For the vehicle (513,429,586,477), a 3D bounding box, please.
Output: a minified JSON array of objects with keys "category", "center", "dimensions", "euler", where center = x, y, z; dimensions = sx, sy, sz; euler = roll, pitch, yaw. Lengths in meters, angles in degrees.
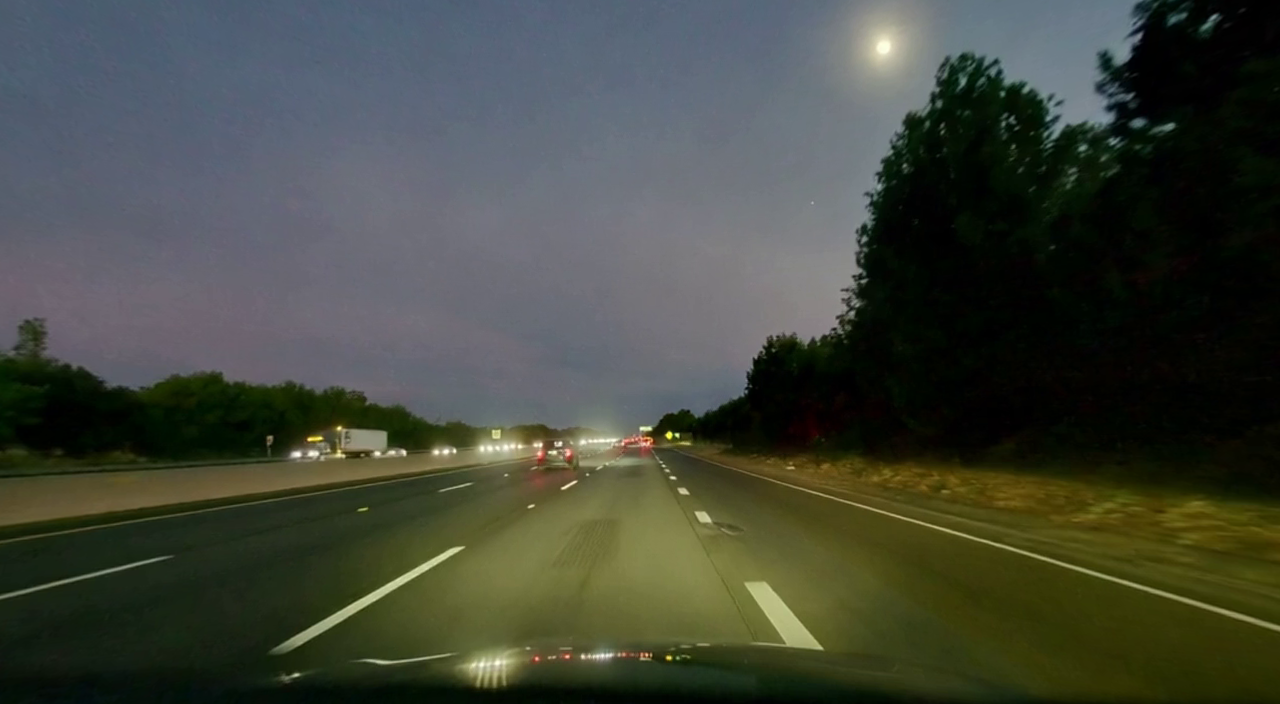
[{"category":"vehicle","center":[-3.669,4.221,26.478],"dimensions":[2.283,1.802,4.810],"euler":[0,-8,1]}]
